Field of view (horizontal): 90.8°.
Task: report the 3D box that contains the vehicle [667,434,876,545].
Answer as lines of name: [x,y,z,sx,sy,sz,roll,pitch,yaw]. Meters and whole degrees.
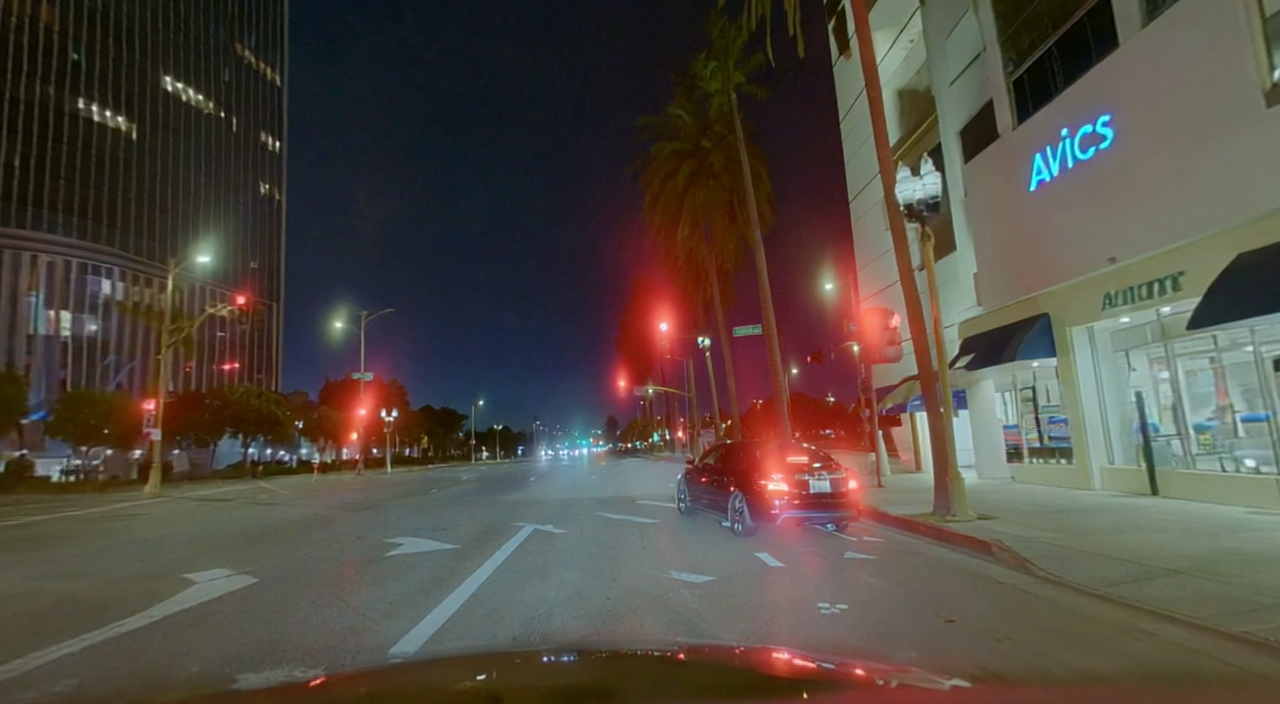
vehicle: [1.898,2.200,10.936,2.090,1.466,4.676,1,-8,-7]
